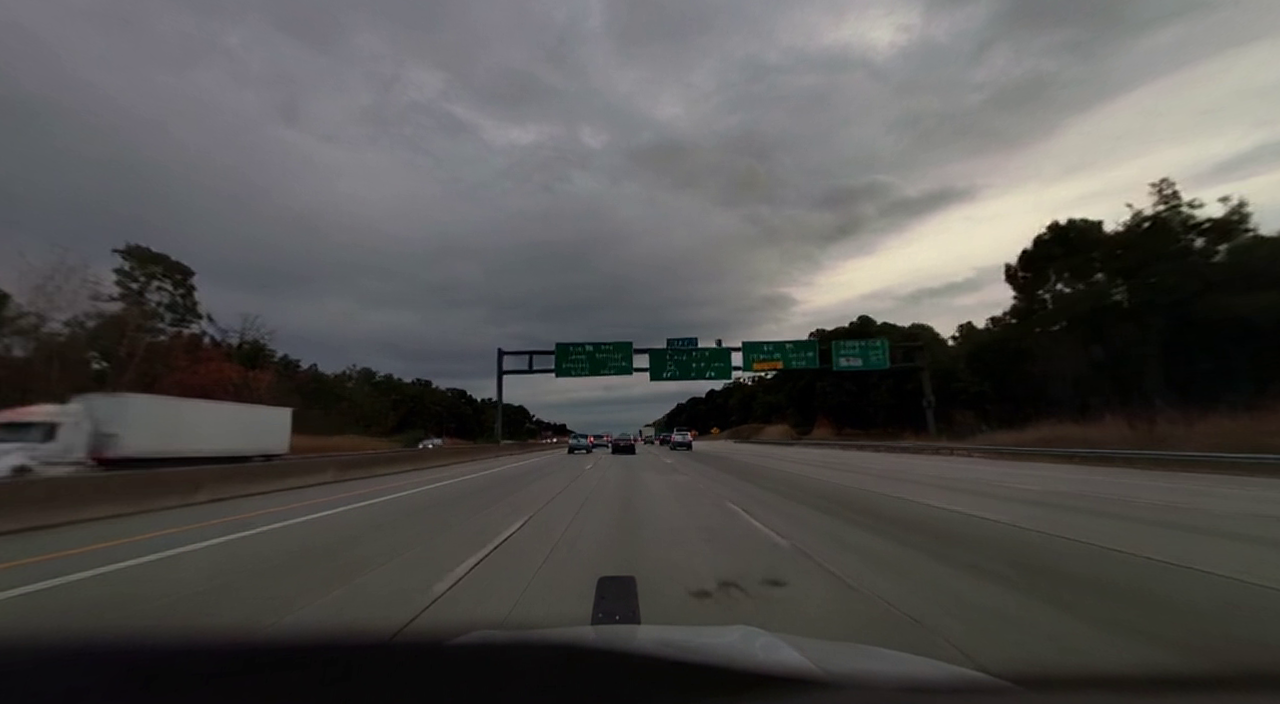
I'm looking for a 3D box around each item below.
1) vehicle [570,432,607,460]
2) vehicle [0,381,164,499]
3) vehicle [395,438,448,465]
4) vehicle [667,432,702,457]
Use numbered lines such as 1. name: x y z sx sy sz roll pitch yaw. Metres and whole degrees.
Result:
1. vehicle: -3.123 5.780 38.705 2.119 1.629 3.946 0 -8 -2
2. vehicle: -21.630 3.244 23.414 2.957 3.789 5.977 0 -8 -1
3. vehicle: -13.883 6.349 40.250 1.955 1.610 4.076 0 -8 0
4. vehicle: 3.132 6.616 45.172 2.066 1.673 4.225 0 -8 -2
